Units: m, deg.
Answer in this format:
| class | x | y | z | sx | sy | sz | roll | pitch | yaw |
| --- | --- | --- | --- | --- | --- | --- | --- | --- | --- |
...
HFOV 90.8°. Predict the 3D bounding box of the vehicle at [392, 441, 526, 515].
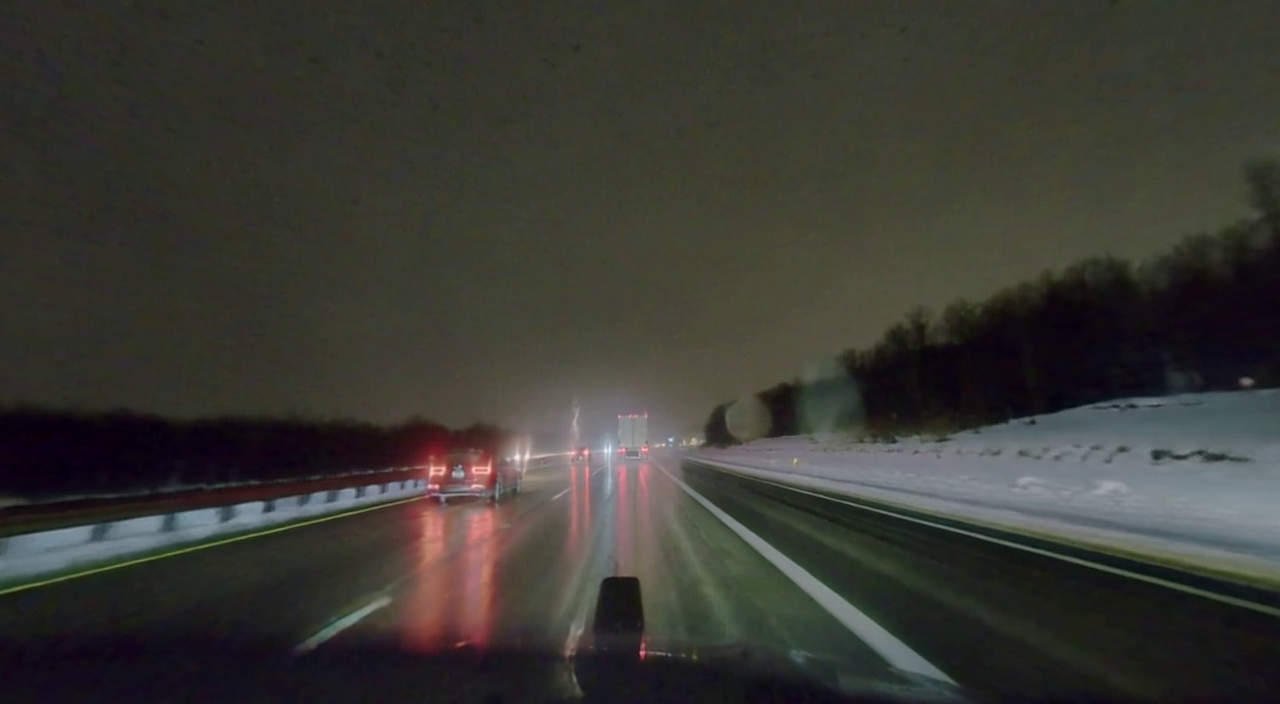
| class | x | y | z | sx | sy | sz | roll | pitch | yaw |
| --- | --- | --- | --- | --- | --- | --- | --- | --- | --- |
| vehicle | -4.140 | 2.933 | 15.198 | 1.978 | 1.507 | 4.062 | 0 | -9 | 0 |
